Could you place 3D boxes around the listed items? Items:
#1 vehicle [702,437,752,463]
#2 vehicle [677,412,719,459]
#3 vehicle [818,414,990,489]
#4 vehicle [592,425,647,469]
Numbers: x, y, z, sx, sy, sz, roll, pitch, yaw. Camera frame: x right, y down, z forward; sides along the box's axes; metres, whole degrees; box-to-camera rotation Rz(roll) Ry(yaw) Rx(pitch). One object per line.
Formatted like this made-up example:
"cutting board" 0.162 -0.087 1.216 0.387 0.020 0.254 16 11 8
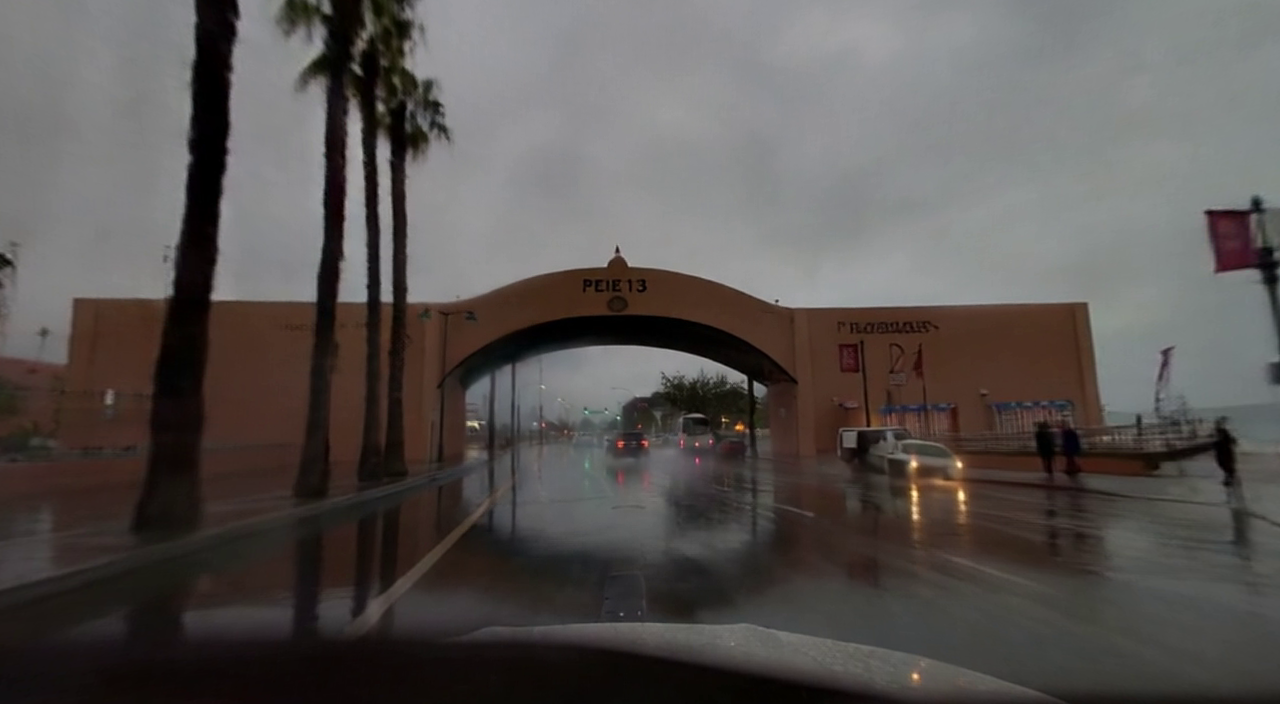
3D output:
"vehicle" 5.334 6.126 39.483 2.015 1.486 4.501 1 -9 -7
"vehicle" 4.422 6.451 48.650 2.821 3.470 3.590 0 -9 -1
"vehicle" 7.999 3.129 20.066 2.417 2.030 5.711 1 -9 -7
"vehicle" -1.196 4.913 32.723 2.284 2.010 6.670 1 -9 -7
